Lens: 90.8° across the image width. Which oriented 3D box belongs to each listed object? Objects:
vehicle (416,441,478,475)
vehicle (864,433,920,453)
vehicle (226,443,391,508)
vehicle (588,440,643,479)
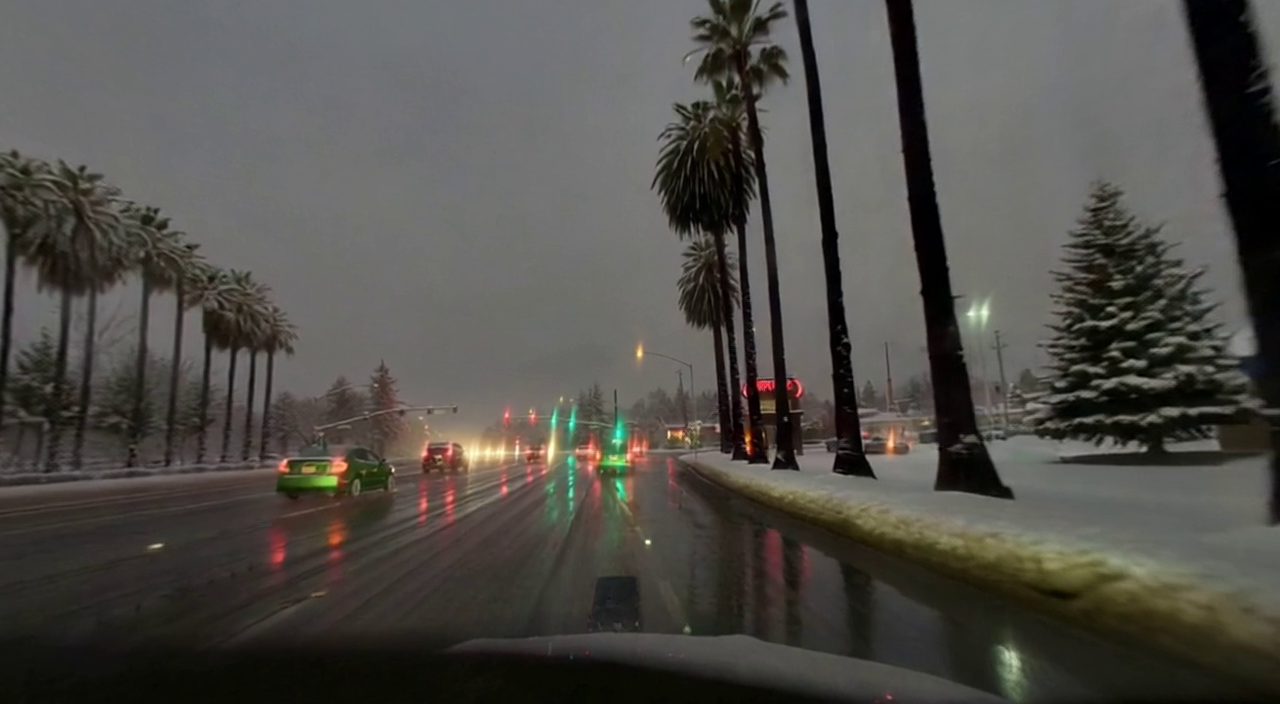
[{"bbox_3d":[-10.292,5.687,34.159,2.108,1.669,5.076,0,-9,-4],"label":"vehicle"},{"bbox_3d":[19.227,7.005,48.423,1.882,1.463,4.550,1,-10,-7],"label":"vehicle"},{"bbox_3d":[-8.553,3.183,16.862,1.958,1.455,4.504,-1,-8,0],"label":"vehicle"},{"bbox_3d":[-0.973,4.602,27.363,2.070,1.493,4.570,-1,-9,2],"label":"vehicle"}]
